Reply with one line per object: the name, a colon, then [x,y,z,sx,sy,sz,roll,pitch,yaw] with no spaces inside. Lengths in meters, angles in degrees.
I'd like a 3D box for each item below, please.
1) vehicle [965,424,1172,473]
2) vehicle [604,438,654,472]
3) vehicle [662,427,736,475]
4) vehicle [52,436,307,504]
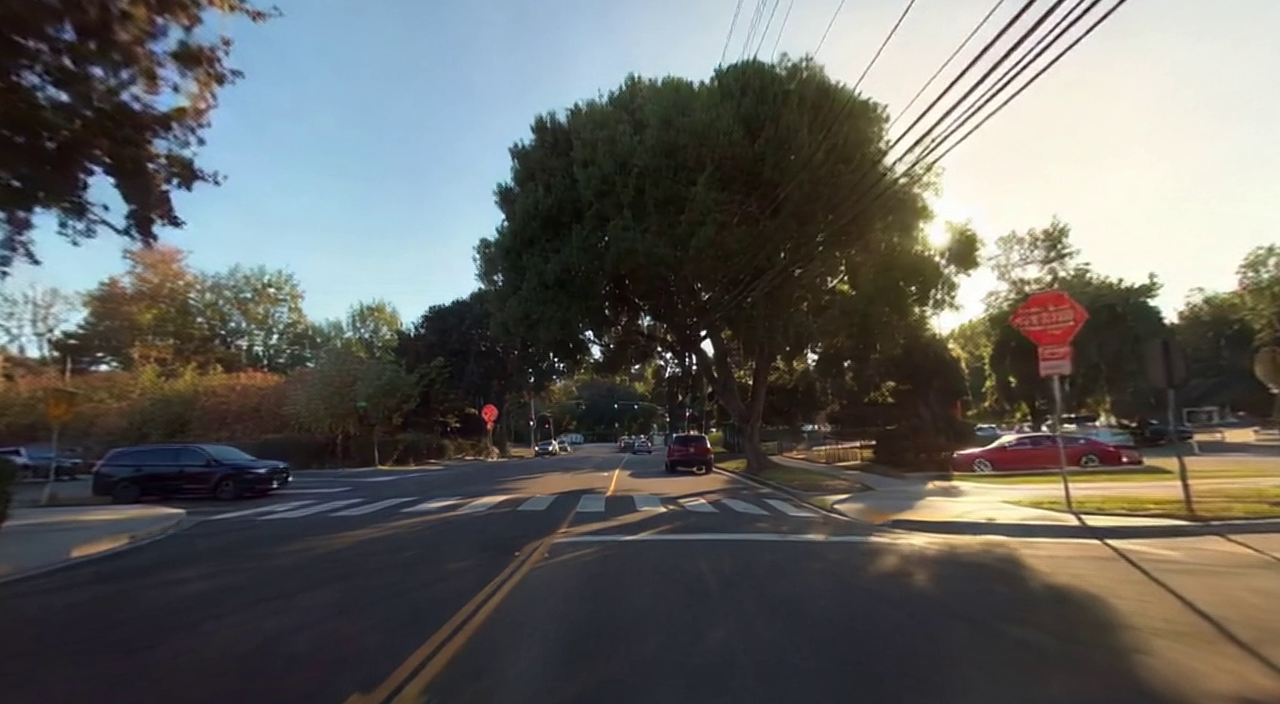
vehicle: [13.080,2.983,19.567,4.872,1.400,1.955,-1,-8,3]
vehicle: [-0.576,4.692,29.049,1.874,1.427,3.976,1,-8,-7]
vehicle: [2.454,4.371,28.002,2.553,1.868,5.536,0,-8,-2]
vehicle: [-13.800,3.550,19.337,5.866,1.904,2.197,1,-8,-6]
